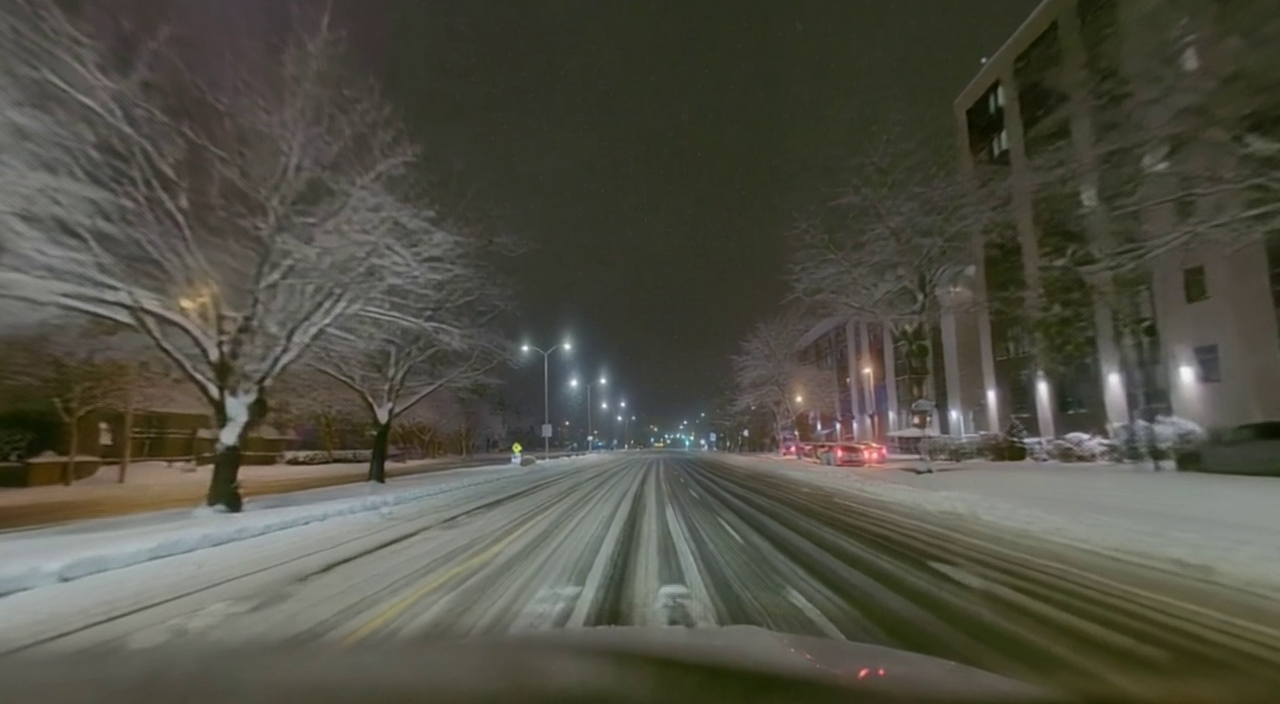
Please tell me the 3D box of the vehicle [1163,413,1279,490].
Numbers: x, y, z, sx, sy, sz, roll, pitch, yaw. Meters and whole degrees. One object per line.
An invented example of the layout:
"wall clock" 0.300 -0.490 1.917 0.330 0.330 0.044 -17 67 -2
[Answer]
"vehicle" 13.523 1.999 12.670 1.879 1.507 4.836 0 -9 1
